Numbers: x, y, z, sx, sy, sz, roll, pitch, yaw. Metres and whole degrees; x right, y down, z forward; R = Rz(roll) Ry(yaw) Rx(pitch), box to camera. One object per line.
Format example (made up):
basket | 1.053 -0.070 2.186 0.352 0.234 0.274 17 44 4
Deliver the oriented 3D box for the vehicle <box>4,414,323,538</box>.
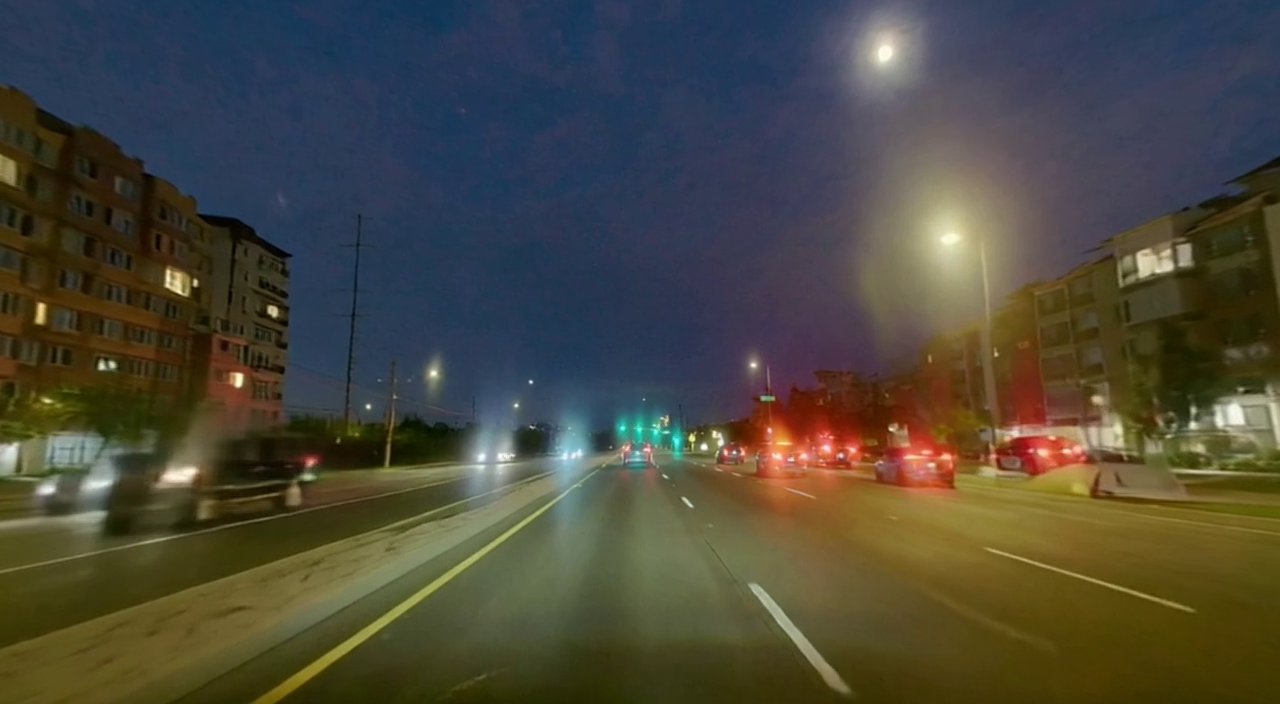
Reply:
vehicle | -8.593 2.277 12.207 2.357 1.894 4.864 0 -9 0

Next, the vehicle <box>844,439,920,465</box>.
vehicle | 16.738 6.897 43.719 2.194 1.666 4.576 4 -9 -26

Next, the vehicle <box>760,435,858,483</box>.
vehicle | 5.994 3.865 23.033 2.121 1.557 4.898 0 -9 -1

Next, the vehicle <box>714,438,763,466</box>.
vehicle | 5.774 5.969 37.546 2.154 1.554 4.149 0 -9 -2

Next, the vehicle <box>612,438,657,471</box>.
vehicle | -0.282 5.139 31.814 2.106 1.553 3.964 0 -9 -1

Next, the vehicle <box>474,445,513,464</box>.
vehicle | -11.575 8.117 49.948 1.897 1.466 4.566 0 -9 1

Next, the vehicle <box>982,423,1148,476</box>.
vehicle | 17.752 4.115 26.493 5.388 2.082 2.328 1 -9 -4
